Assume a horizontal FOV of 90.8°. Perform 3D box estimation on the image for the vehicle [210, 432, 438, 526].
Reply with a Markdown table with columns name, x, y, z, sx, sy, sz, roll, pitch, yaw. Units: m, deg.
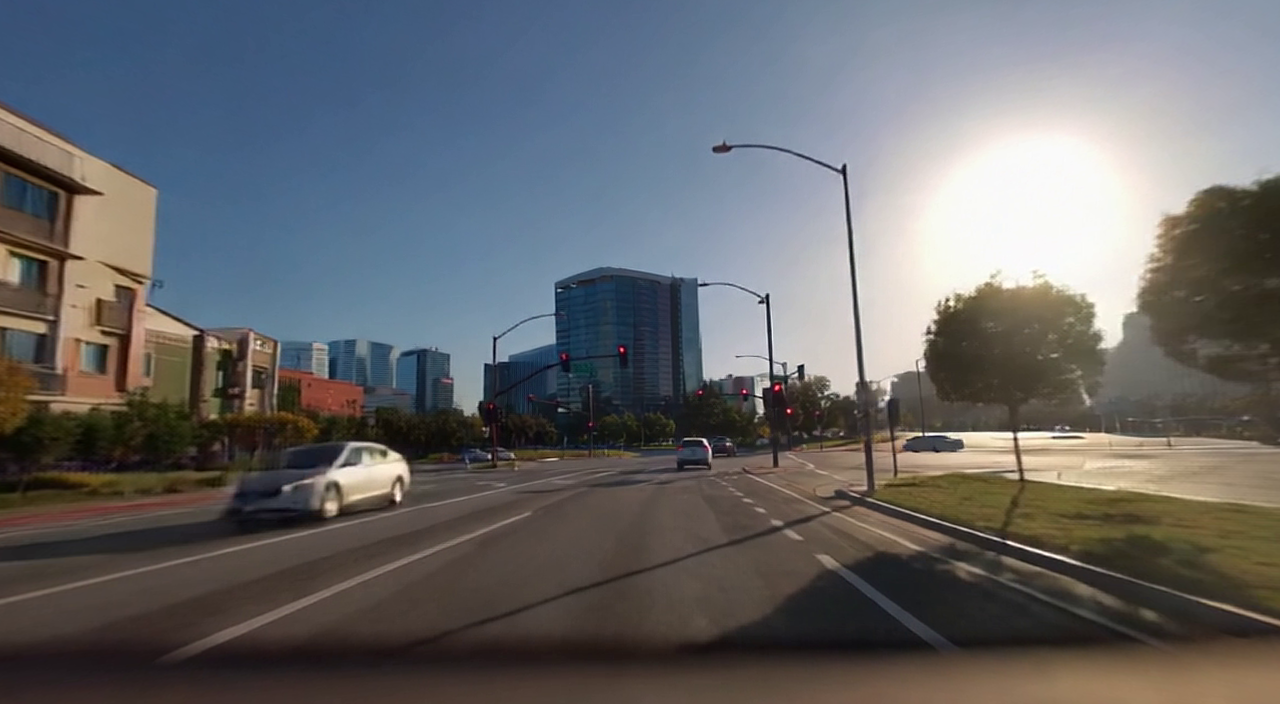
| name | x | y | z | sx | sy | sz | roll | pitch | yaw |
| --- | --- | --- | --- | --- | --- | --- | --- | --- | --- |
| vehicle | -6.628 | 2.697 | 14.138 | 2.183 | 1.699 | 4.974 | -1 | -8 | 5 |

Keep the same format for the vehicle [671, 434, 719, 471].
| name | x | y | z | sx | sy | sz | roll | pitch | yaw |
| --- | --- | --- | --- | --- | --- | --- | --- | --- | --- |
| vehicle | 2.982 | 5.314 | 33.640 | 2.230 | 1.827 | 4.298 | -1 | -9 | 9 |
